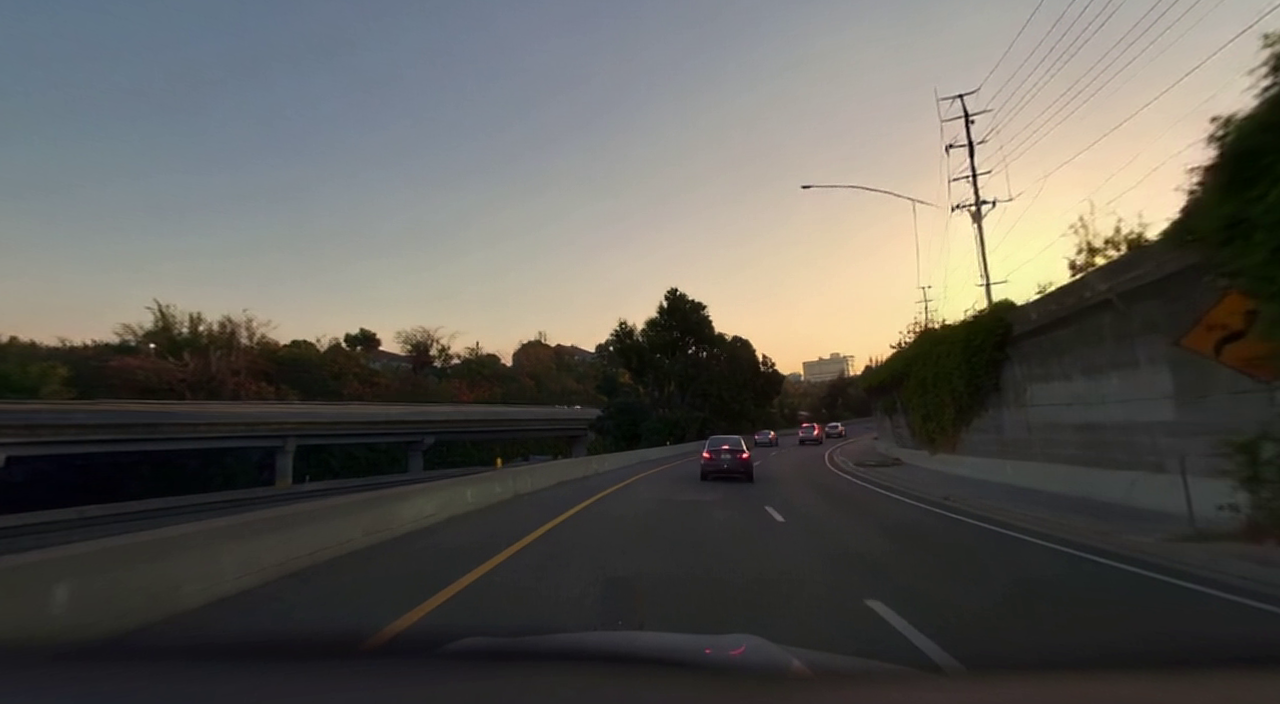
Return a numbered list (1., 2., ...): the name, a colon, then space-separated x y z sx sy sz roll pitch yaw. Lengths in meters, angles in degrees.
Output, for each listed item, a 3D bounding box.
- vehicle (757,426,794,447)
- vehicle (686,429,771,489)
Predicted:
1. vehicle: 10.401 6.458 48.039 1.931 1.485 4.191 -4 -9 23
2. vehicle: 2.495 3.023 18.077 2.091 1.482 4.321 -1 -8 7
